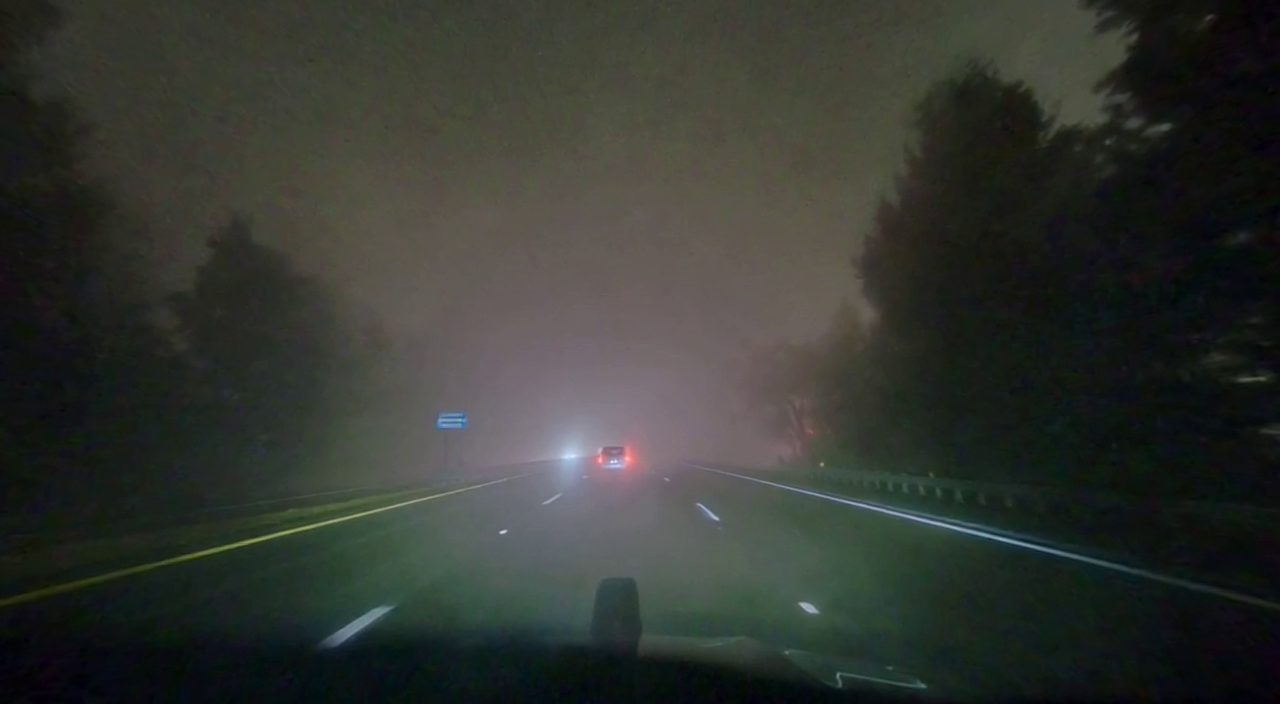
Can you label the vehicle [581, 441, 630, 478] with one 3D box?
[{"bbox_3d":[-1.665,5.431,31.869,2.120,1.715,4.153,0,-9,1],"label":"vehicle"}]
